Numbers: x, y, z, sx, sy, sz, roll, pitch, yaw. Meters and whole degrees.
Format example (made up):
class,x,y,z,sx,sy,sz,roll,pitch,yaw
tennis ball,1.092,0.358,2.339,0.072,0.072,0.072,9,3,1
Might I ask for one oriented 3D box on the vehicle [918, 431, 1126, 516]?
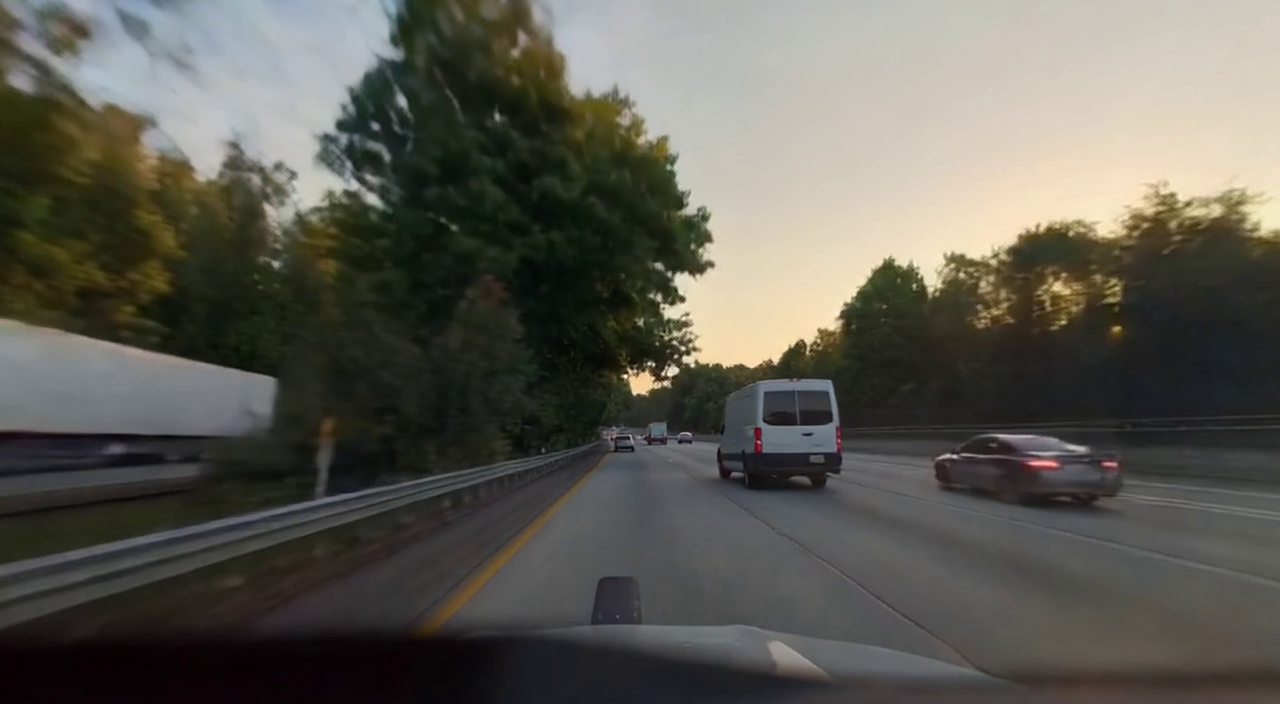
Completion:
class,x,y,z,sx,sy,sz,roll,pitch,yaw
vehicle,7.558,2.387,13.012,1.821,1.468,3.805,0,-8,-1

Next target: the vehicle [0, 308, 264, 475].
class,x,y,z,sx,sy,sz,roll,pitch,yaw
vehicle,-16.879,1.533,19.432,2.840,3.981,12.912,0,-8,-1

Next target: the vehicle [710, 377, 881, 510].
class,x,y,z,sx,sy,sz,roll,pitch,yaw
vehicle,3.268,2.093,14.783,2.436,2.521,5.409,0,-8,-2
